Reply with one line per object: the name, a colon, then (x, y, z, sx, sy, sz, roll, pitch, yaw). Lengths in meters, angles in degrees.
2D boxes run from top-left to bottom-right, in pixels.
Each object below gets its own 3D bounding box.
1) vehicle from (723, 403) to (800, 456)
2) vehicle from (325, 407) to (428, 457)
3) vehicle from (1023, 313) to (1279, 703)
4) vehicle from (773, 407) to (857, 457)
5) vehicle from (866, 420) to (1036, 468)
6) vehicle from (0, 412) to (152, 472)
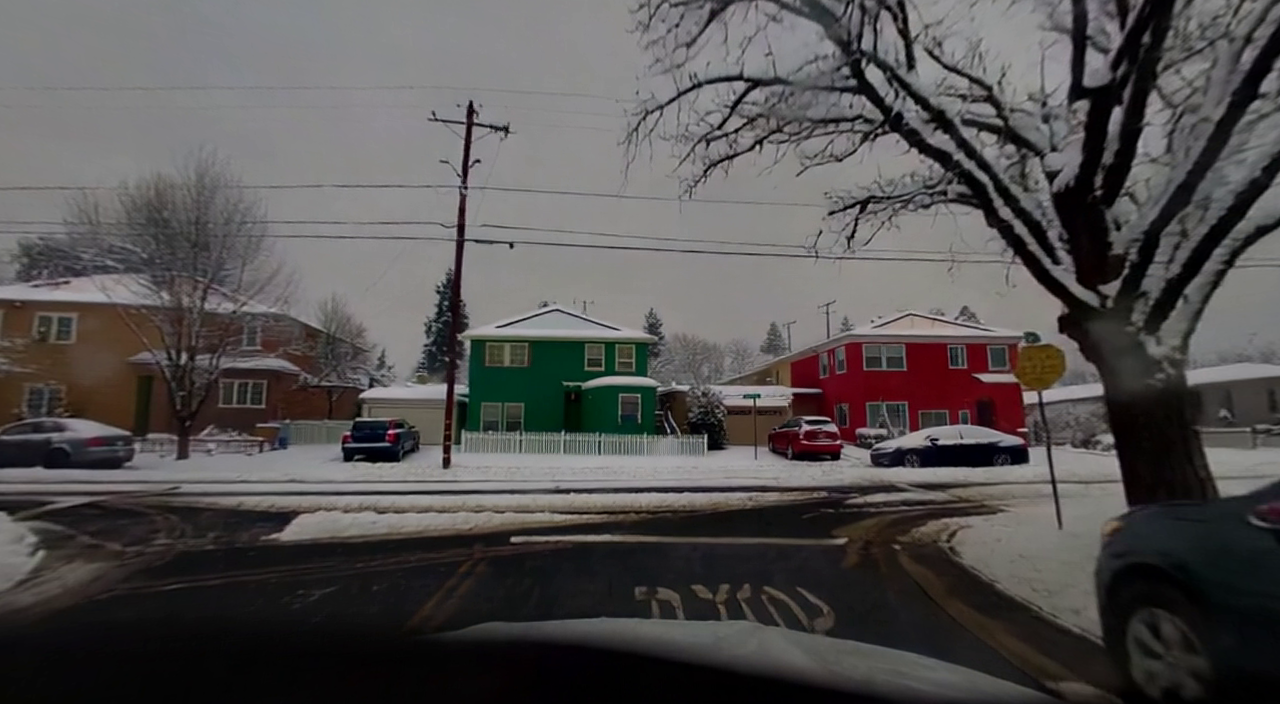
vehicle: (4.718, 3.056, 25.176, 2.081, 1.891, 4.367, -1, -6, -2)
vehicle: (-10.167, 3.177, 24.763, 2.091, 1.760, 4.760, 0, -8, -2)
vehicle: (3.290, 0.606, 0.884, 2.109, 1.811, 4.886, 0, -8, -5)
vehicle: (6.900, 3.220, 25.295, 2.053, 1.756, 4.034, -1, -8, -2)
vehicle: (10.297, 3.086, 21.144, 4.644, 1.482, 1.997, 0, -8, 1)
vehicle: (-18.125, 2.771, 19.339, 4.417, 1.703, 2.093, 0, -8, -3)
